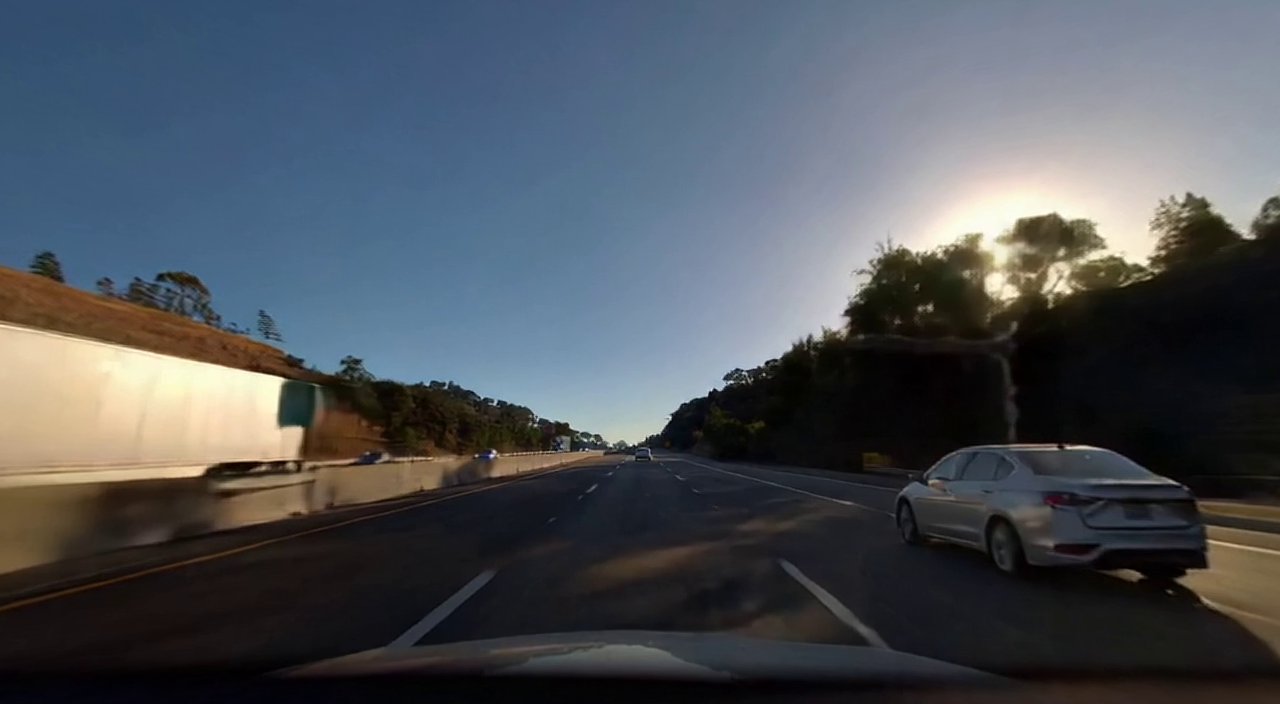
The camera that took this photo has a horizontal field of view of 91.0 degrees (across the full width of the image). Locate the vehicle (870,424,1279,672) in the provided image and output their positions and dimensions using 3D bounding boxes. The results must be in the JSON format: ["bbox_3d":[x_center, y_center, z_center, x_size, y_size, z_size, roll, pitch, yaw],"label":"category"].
[{"bbox_3d":[4.015,1.527,6.027,1.976,1.495,4.217,0,-9,0],"label":"vehicle"}]
